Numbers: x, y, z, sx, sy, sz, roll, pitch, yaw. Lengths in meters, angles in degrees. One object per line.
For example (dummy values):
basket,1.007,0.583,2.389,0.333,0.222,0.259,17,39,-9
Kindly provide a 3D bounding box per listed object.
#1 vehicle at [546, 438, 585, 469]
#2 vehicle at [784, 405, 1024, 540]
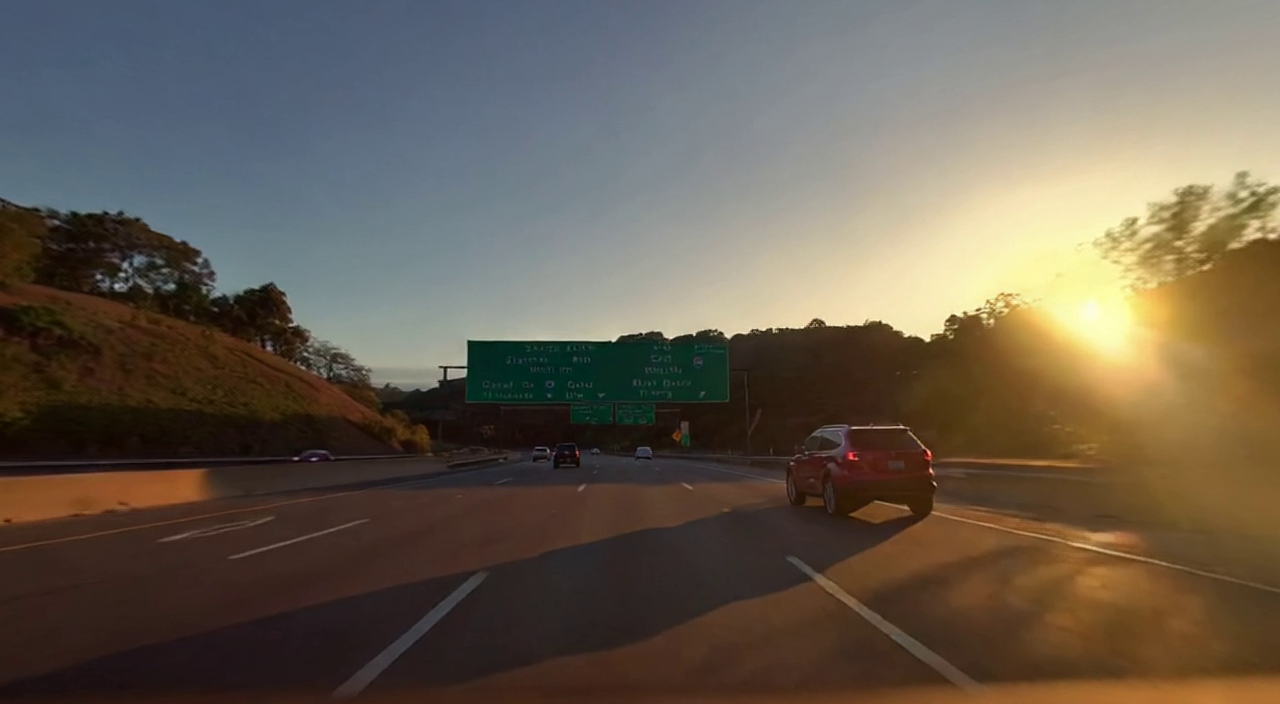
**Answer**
vehicle,-5.567,7.639,47.749,2.537,2.121,5.251,0,-9,-3
vehicle,4.338,2.081,11.514,2.103,1.903,4.837,0,-9,-2
